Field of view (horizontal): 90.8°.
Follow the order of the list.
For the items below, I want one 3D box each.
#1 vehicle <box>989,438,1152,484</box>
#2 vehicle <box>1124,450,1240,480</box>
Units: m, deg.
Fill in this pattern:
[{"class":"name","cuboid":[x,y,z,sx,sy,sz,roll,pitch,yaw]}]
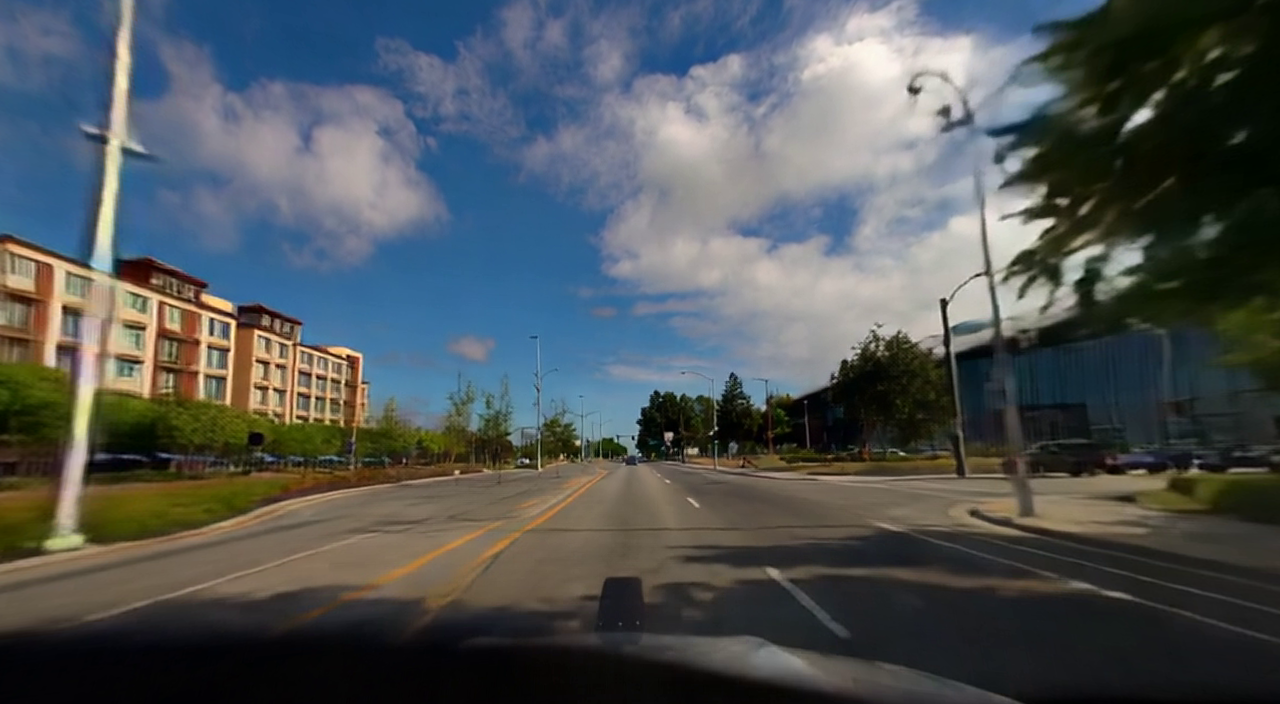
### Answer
[{"class":"vehicle","cuboid":[21.507,5.431,31.756,6.615,1.967,2.328,-2,-8,-5]},{"class":"vehicle","cuboid":[28.256,5.890,33.001,4.468,1.455,2.006,2,-10,-8]}]
